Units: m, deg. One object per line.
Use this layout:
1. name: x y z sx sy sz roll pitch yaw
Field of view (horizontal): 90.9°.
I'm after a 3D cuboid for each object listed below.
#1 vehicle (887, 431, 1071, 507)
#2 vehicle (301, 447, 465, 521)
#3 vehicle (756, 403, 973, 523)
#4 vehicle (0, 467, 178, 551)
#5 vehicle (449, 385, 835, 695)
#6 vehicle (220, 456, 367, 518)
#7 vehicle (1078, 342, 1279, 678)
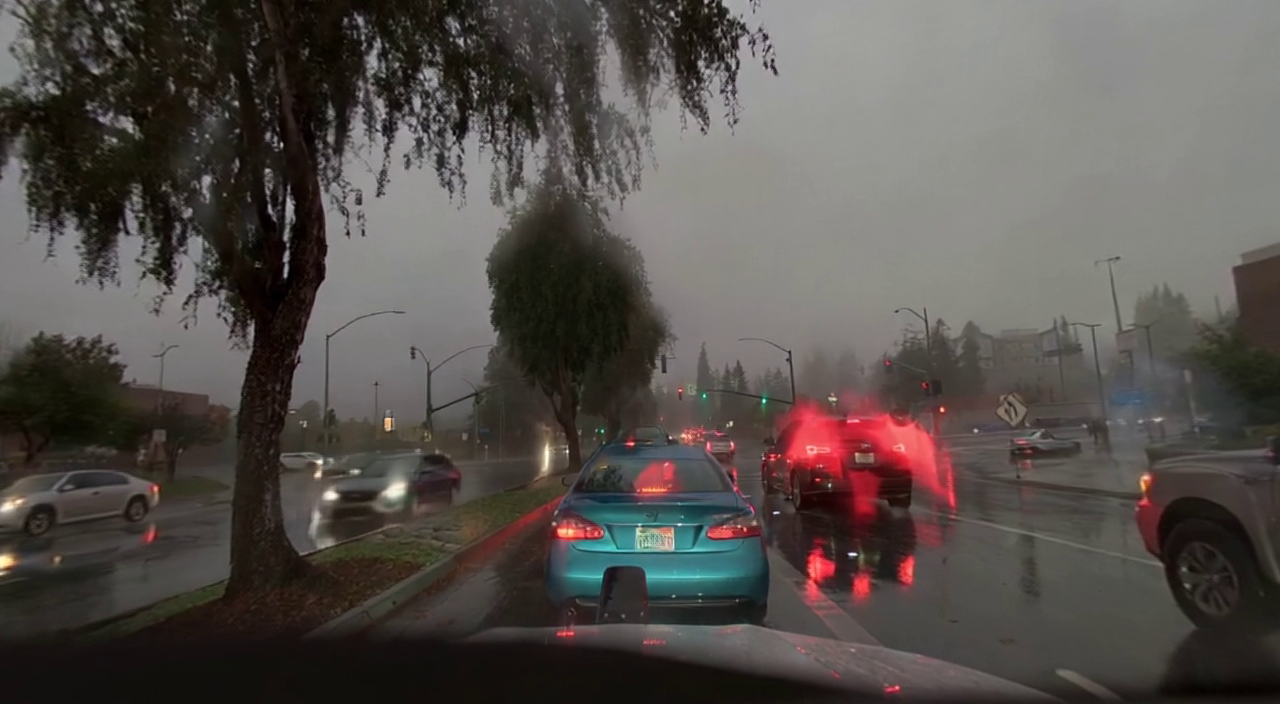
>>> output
1. vehicle: 7.594 2.652 14.769 1.856 1.487 4.454 0 -8 0
2. vehicle: -6.087 3.134 15.641 2.157 1.492 4.411 -2 -8 1
3. vehicle: 4.167 2.209 13.103 2.319 1.930 5.651 0 -8 -1
4. vehicle: -13.828 3.634 15.187 1.935 1.518 4.415 -1 -8 2
5. vehicle: -0.022 1.315 5.522 2.116 1.677 3.948 0 -8 -1
6. vehicle: -9.800 3.807 18.290 1.806 1.473 4.303 0 -8 0
7. vehicle: 4.452 0.729 2.586 2.019 1.803 4.634 -1 -8 1
